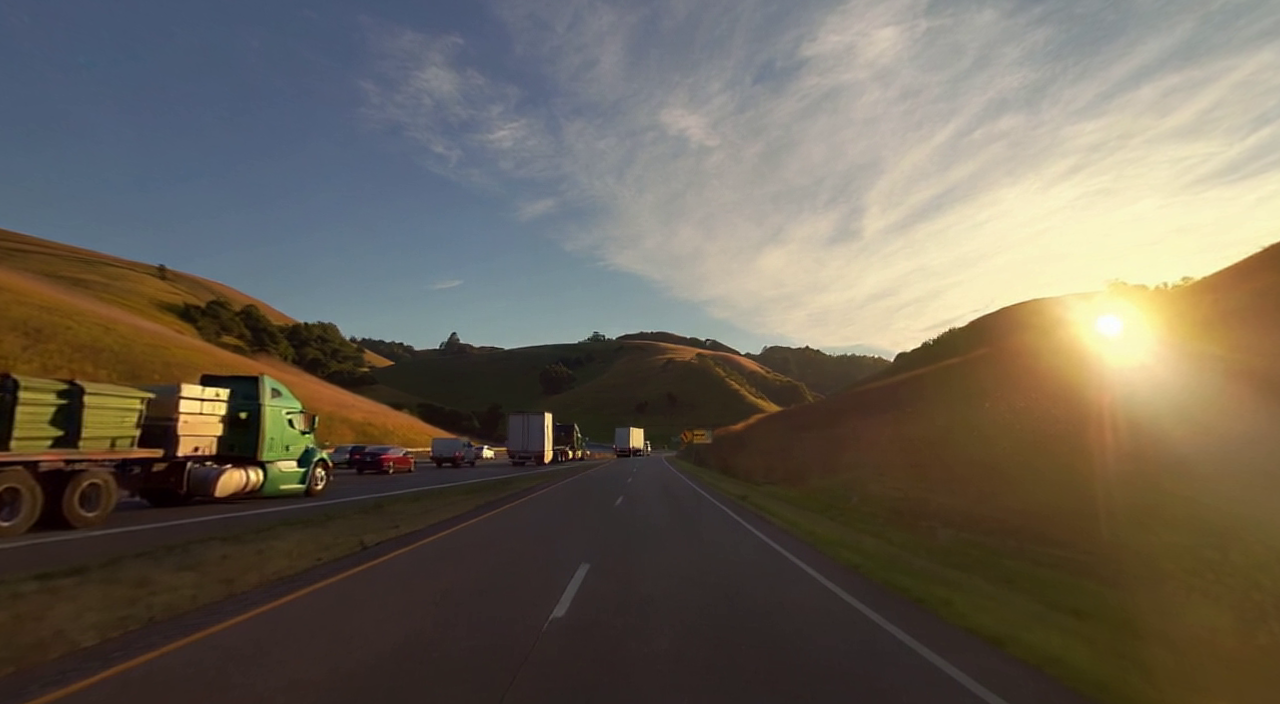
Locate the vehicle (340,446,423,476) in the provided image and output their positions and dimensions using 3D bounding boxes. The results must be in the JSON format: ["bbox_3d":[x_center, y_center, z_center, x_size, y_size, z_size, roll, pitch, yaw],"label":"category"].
[{"bbox_3d":[-13.795,5.858,34.017,1.925,1.493,4.864,-1,-9,7],"label":"vehicle"}]

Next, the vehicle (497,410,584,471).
[{"bbox_3d":[-7.235,6.990,49.014,2.848,4.067,14.314,-1,-9,7],"label":"vehicle"}]

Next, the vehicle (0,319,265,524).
[{"bbox_3d":[-12.701,1.397,12.243,2.745,3.617,11.590,-1,-9,6],"label":"vehicle"}]
